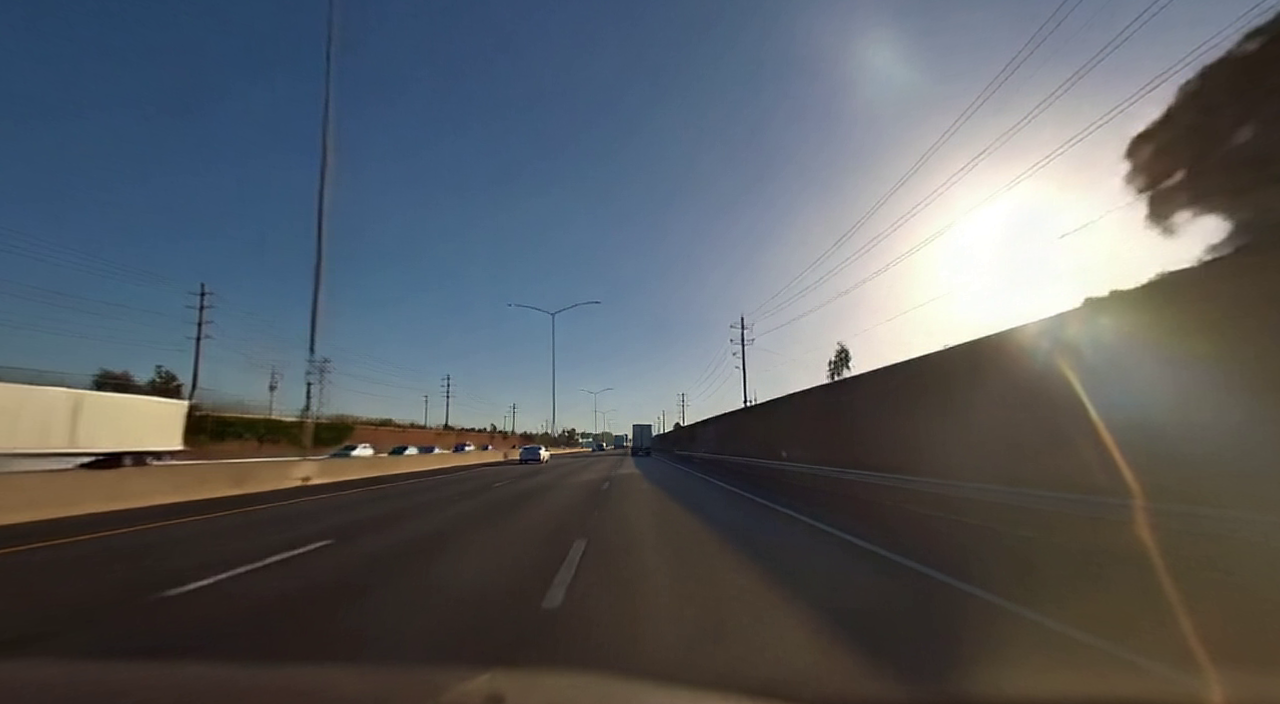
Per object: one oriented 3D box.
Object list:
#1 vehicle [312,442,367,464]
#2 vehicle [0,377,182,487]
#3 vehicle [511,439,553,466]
[{"bbox_3d":[-21.975,7.396,46.308,1.824,1.544,4.480,0,-8,-1],"label":"vehicle"},{"bbox_3d":[-25.876,3.214,25.141,2.933,4.161,16.812,0,-8,-1],"label":"vehicle"},{"bbox_3d":[-7.081,6.623,41.831,2.064,1.642,4.389,0,-8,0],"label":"vehicle"}]
